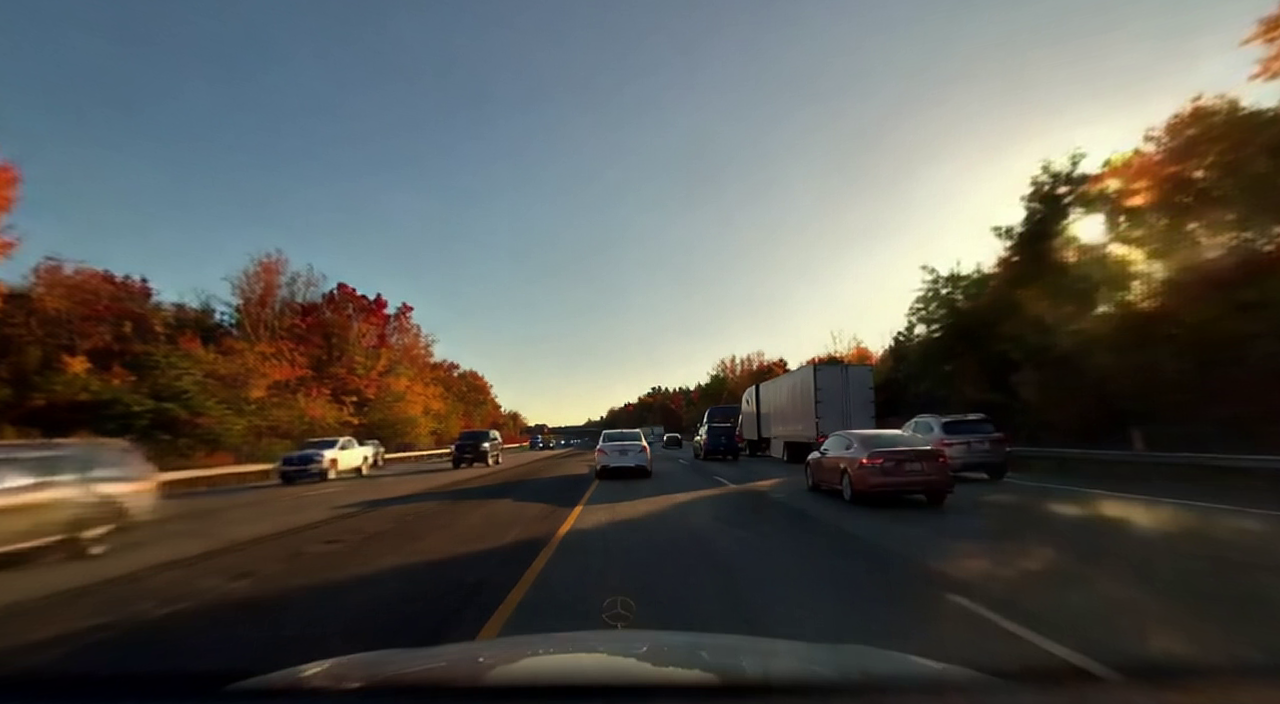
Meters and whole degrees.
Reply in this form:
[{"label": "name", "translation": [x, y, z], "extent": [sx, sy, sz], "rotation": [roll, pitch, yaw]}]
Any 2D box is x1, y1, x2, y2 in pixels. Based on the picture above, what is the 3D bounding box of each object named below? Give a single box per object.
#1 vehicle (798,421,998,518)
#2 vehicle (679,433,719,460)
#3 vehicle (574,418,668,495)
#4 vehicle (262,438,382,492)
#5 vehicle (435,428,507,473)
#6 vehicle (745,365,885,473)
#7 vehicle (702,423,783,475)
[{"label": "vehicle", "translation": [4.598, 2.131, 12.027], "extent": [2.040, 1.523, 4.068], "rotation": [0, -8, -1]}, {"label": "vehicle", "translation": [3.430, 5.571, 37.246], "extent": [1.865, 1.471, 3.916], "rotation": [0, -8, -2]}, {"label": "vehicle", "translation": [-0.486, 2.648, 16.352], "extent": [2.087, 1.709, 4.455], "rotation": [0, -8, -2]}, {"label": "vehicle", "translation": [-11.380, 4.003, 22.901], "extent": [1.990, 1.751, 4.566], "rotation": [0, -8, 0]}, {"label": "vehicle", "translation": [-8.356, 4.900, 31.665], "extent": [2.243, 2.051, 5.305], "rotation": [0, -8, -1]}, {"label": "vehicle", "translation": [7.771, 3.411, 30.731], "extent": [2.867, 4.066, 13.802], "rotation": [0, -7, 0]}, {"label": "vehicle", "translation": [3.603, 3.474, 22.814], "extent": [2.147, 1.707, 3.963], "rotation": [0, -8, -2]}]
